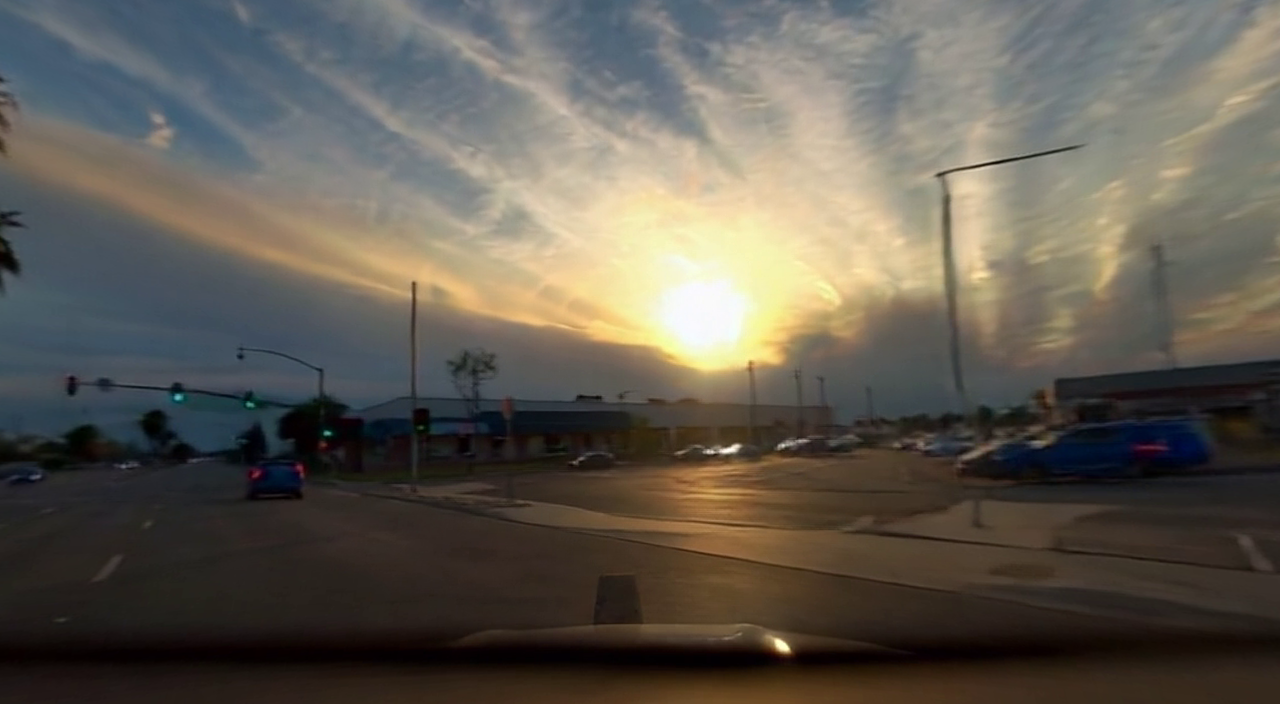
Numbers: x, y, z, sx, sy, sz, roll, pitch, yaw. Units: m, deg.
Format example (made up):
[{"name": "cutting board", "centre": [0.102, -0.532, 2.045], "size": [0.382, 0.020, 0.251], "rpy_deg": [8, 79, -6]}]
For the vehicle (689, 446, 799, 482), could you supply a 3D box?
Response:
[{"name": "vehicle", "centre": [4.494, 4.750, 27.157], "size": [4.355, 1.398, 2.085], "rpy_deg": [5, -10, -33]}]

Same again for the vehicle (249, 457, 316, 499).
[{"name": "vehicle", "centre": [-15.827, 5.481, 27.891], "size": [1.969, 1.555, 4.431], "rpy_deg": [6, -10, -36]}]

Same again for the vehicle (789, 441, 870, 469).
[{"name": "vehicle", "centre": [10.514, 5.660, 35.024], "size": [4.199, 1.459, 1.997], "rpy_deg": [5, -10, -33]}]

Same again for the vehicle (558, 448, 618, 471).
[{"name": "vehicle", "centre": [-3.734, 7.493, 44.465], "size": [2.046, 1.481, 4.936], "rpy_deg": [5, -10, -34]}]

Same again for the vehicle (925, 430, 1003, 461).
[{"name": "vehicle", "centre": [18.606, 5.375, 36.252], "size": [4.178, 1.533, 1.992], "rpy_deg": [8, -11, -29]}]

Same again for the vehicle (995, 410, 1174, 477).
[{"name": "vehicle", "centre": [11.342, 2.442, 16.439], "size": [1.893, 1.489, 3.430], "rpy_deg": [3, -11, -7]}]

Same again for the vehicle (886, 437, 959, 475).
[{"name": "vehicle", "centre": [17.112, 6.243, 38.215], "size": [4.377, 1.433, 1.867], "rpy_deg": [-2, 3, -32]}]
